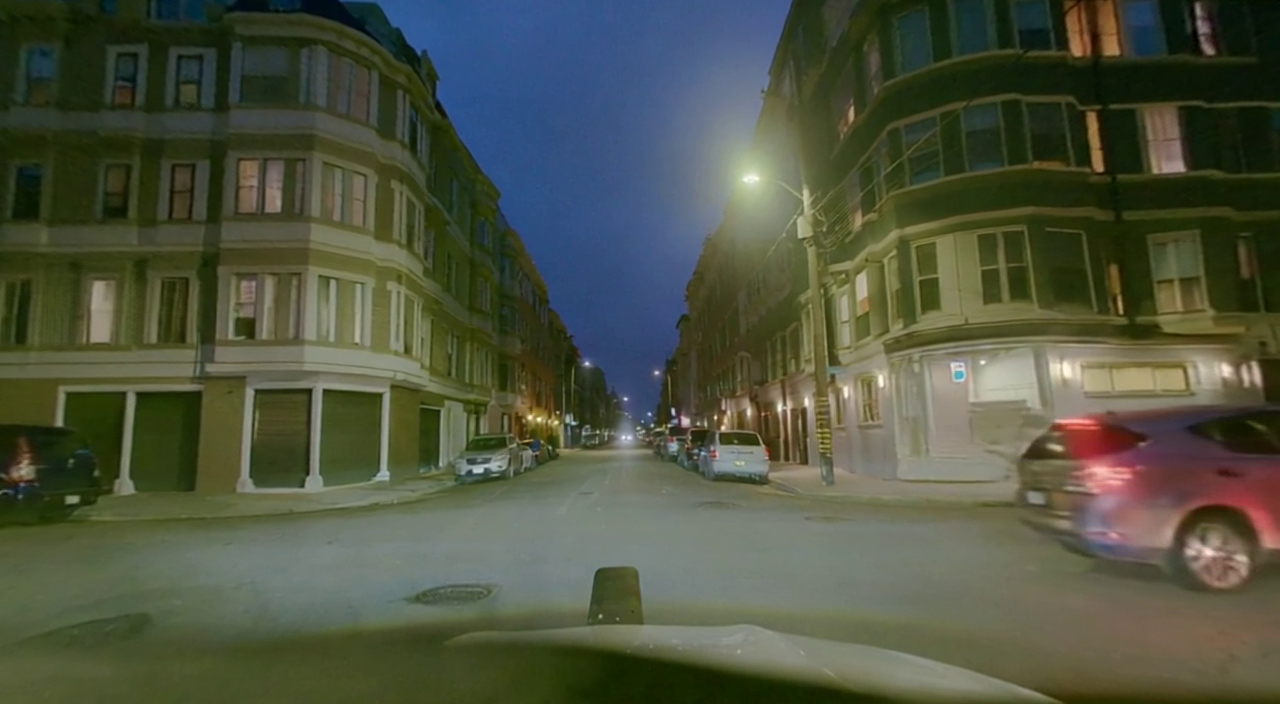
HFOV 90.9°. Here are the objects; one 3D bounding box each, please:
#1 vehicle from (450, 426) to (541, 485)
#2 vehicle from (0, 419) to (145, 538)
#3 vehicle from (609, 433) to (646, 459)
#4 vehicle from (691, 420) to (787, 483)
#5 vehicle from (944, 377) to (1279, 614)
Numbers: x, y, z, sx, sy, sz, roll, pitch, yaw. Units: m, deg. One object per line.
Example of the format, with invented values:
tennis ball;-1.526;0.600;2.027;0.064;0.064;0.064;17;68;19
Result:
vehicle;-3.940;2.858;17.729;1.882;1.459;3.518;0;-8;-3
vehicle;-10.875;1.883;9.723;4.679;1.631;2.025;0;-8;-1
vehicle;-0.794;6.367;42.751;2.341;1.675;4.360;0;-8;0
vehicle;2.605;2.712;17.503;1.868;1.544;3.869;0;-8;-2
vehicle;5.406;1.119;5.548;4.469;1.566;1.993;1;-8;-8
